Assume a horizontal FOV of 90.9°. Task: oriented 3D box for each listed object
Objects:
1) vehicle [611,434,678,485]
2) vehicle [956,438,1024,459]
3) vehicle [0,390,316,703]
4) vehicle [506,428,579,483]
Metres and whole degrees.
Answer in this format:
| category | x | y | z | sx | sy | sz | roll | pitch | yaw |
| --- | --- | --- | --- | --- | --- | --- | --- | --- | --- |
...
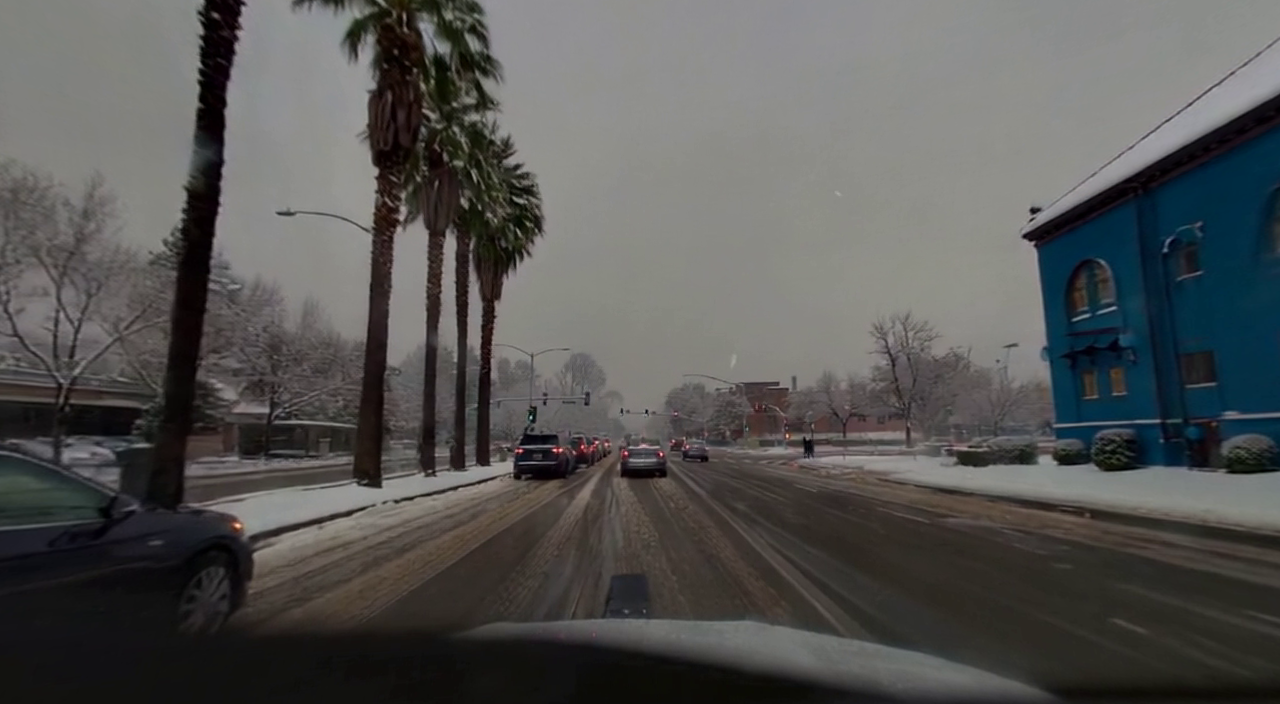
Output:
| category | x | y | z | sx | sy | sz | roll | pitch | yaw |
| --- | --- | --- | --- | --- | --- | --- | --- | --- | --- |
| vehicle | 0.133 | 3.709 | 22.018 | 2.114 | 1.585 | 4.285 | 0 | -9 | 0 |
| vehicle | 25.685 | 7.092 | 46.346 | 3.914 | 1.427 | 1.779 | -2 | -8 | 1 |
| vehicle | -3.573 | 0.948 | 2.710 | 1.875 | 1.526 | 4.542 | 0 | -9 | 1 |
| vehicle | -3.308 | 3.616 | 22.163 | 1.914 | 1.741 | 4.398 | 0 | -9 | -1 |
